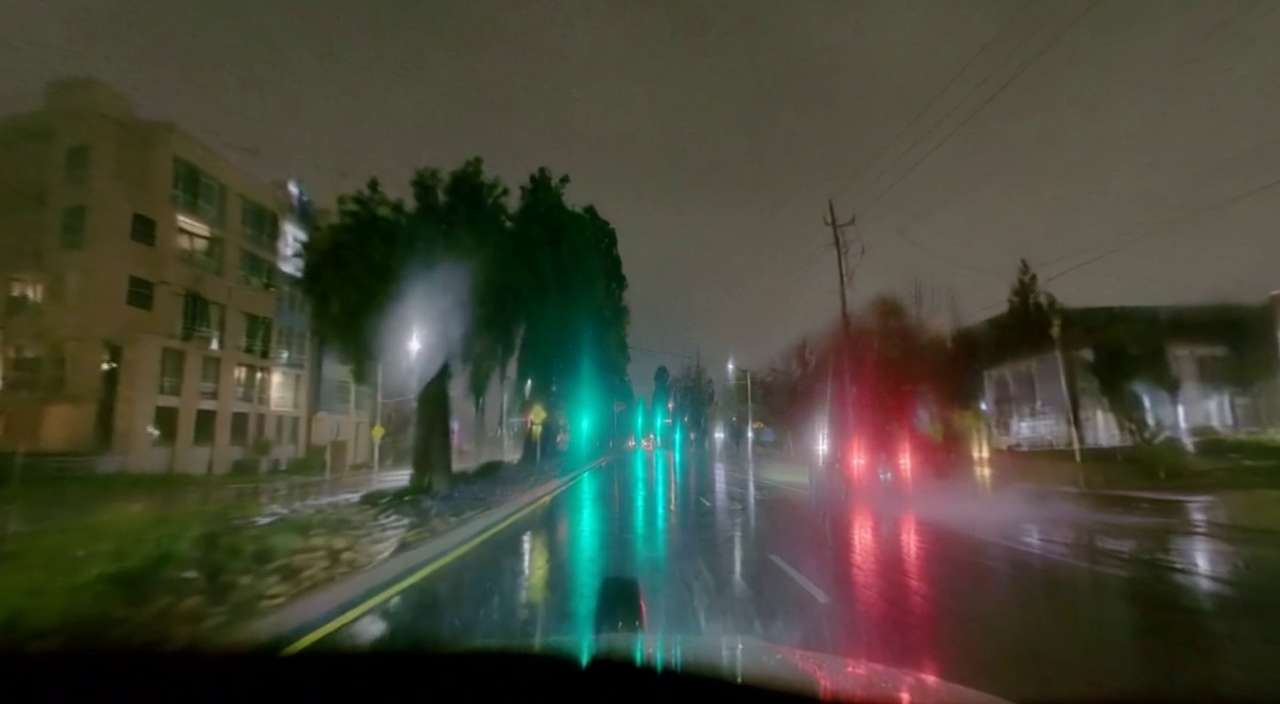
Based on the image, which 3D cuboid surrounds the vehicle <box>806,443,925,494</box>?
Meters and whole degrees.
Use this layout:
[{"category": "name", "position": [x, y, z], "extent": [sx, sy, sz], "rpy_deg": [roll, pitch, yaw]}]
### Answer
[{"category": "vehicle", "position": [6.988, 3.640, 20.131], "extent": [2.054, 1.421, 4.487], "rpy_deg": [0, -9, -1]}]
